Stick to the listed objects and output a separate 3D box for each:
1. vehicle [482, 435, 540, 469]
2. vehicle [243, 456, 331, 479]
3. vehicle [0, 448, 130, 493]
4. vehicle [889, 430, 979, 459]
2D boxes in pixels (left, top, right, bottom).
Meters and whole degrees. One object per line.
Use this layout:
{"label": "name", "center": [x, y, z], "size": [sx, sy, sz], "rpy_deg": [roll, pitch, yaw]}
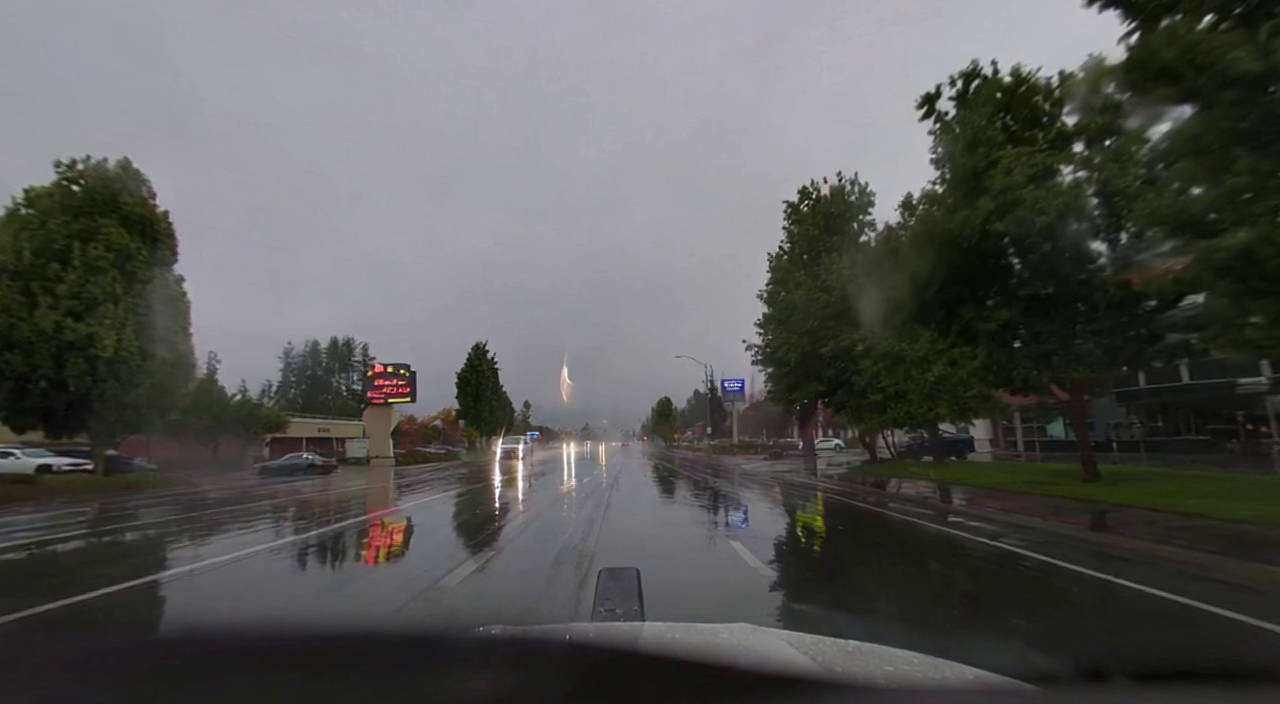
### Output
{"label": "vehicle", "center": [-7.826, 6.106, 38.917], "size": [2.452, 1.905, 6.188], "rpy_deg": [0, -8, -2]}
{"label": "vehicle", "center": [-23.270, 7.617, 41.770], "size": [4.578, 1.448, 1.904], "rpy_deg": [0, -8, -2]}
{"label": "vehicle", "center": [-30.451, 6.152, 33.288], "size": [2.271, 1.965, 5.778], "rpy_deg": [-3, -7, 0]}
{"label": "vehicle", "center": [16.663, 5.233, 35.781], "size": [4.647, 1.514, 1.891], "rpy_deg": [4, -9, -23]}
